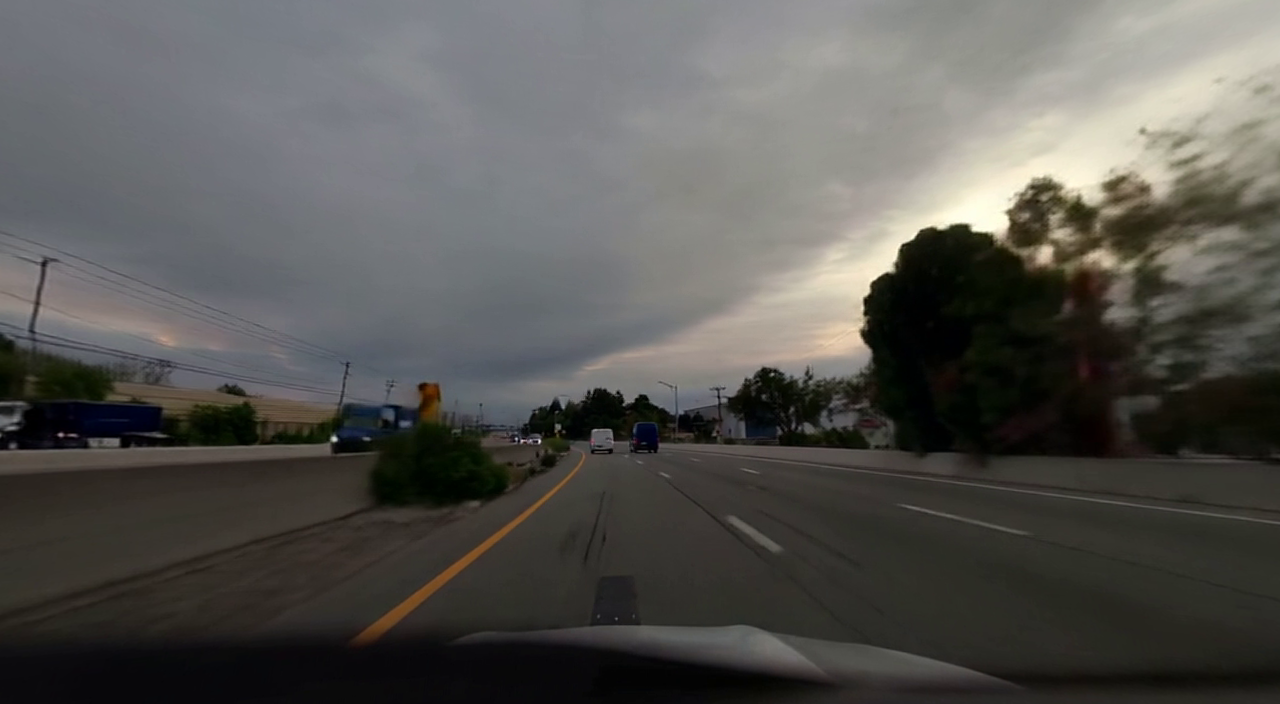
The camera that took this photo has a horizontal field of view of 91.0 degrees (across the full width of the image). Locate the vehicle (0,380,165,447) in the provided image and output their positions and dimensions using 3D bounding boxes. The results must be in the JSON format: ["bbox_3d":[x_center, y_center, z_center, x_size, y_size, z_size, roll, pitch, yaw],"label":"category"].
[{"bbox_3d":[-32.754,3.725,35.980,2.782,3.287,9.814,-1,-8,6],"label":"vehicle"}]

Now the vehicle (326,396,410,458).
[{"bbox_3d":[-16.648,4.686,38.998,2.904,3.494,5.998,0,-8,-5],"label":"vehicle"}]
